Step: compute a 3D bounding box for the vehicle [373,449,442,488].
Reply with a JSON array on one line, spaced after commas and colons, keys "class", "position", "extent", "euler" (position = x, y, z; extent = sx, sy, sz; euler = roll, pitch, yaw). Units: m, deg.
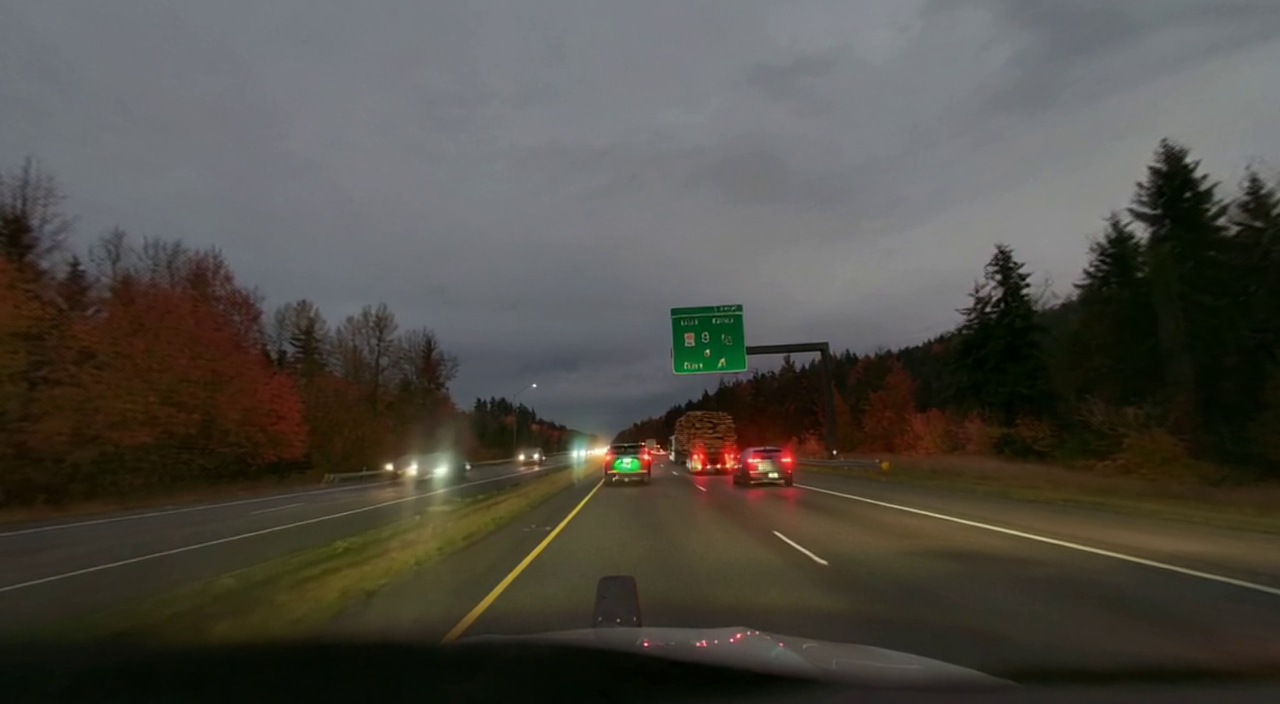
[{"class": "vehicle", "position": [-13.379, 6.691, 36.400], "extent": [2.215, 2.079, 4.694], "euler": [0, -9, 0]}]

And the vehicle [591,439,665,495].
[{"class": "vehicle", "position": [-0.397, 3.842, 21.262], "extent": [2.263, 1.699, 3.936], "euler": [0, -9, -1]}]

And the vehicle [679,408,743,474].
[{"class": "vehicle", "position": [4.514, 5.947, 41.835], "extent": [3.125, 3.895, 8.461], "euler": [0, -9, -1]}]

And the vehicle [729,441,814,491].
[{"class": "vehicle", "position": [4.772, 4.192, 23.461], "extent": [2.057, 1.660, 4.525], "euler": [0, -9, -2]}]

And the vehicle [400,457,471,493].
[{"class": "vehicle", "position": [-9.514, 5.728, 29.525], "extent": [1.859, 1.489, 4.299], "euler": [-1, -9, 0]}]
